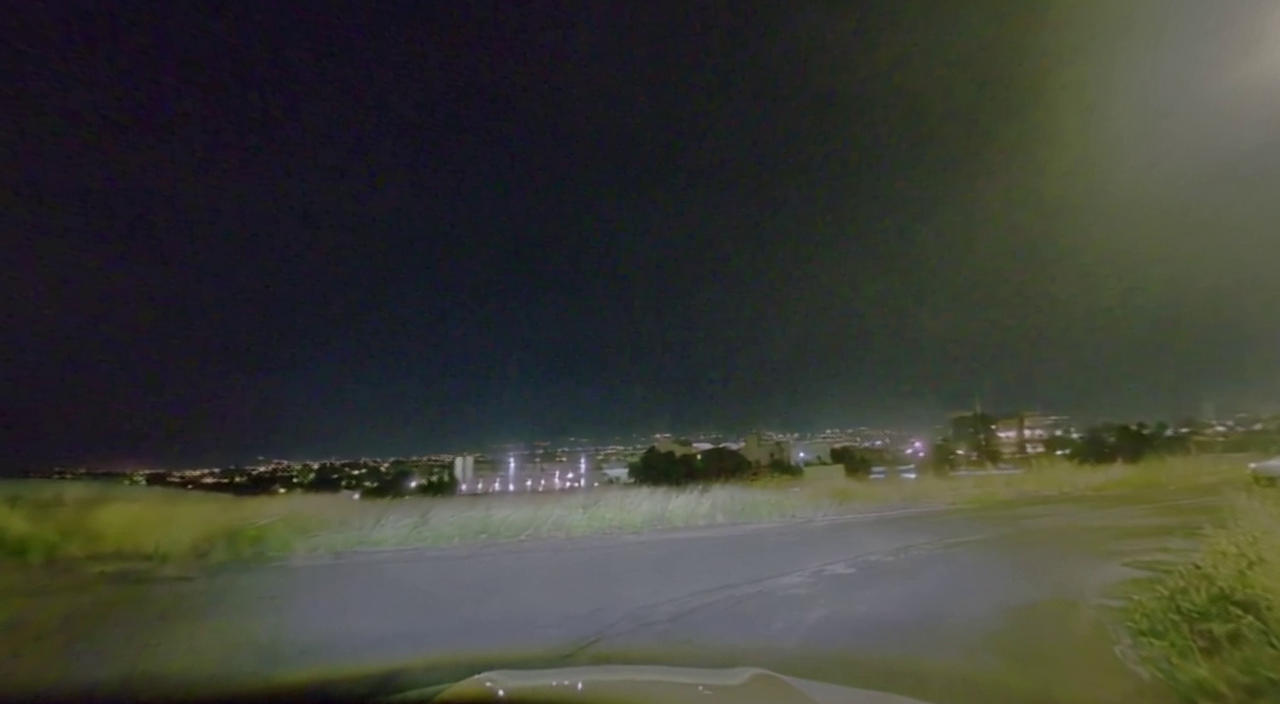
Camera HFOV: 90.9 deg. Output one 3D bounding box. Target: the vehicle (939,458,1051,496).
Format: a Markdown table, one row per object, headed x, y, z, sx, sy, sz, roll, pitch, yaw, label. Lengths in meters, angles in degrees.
| x | y | z | sx | sy | sz | roll | pitch | yaw | label |
| --- | --- | --- | --- | --- | --- | --- | --- | --- | --- |
| 15.537 | 5.499 | 27.823 | 1.825 | 1.512 | 3.943 | 5 | -11 | -22 | vehicle |

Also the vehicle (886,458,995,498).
| x | y | z | sx | sy | sz | roll | pitch | yaw | label |
| --- | --- | --- | --- | --- | --- | --- | --- | --- | --- |
| 12.299 | 5.246 | 26.063 | 1.833 | 1.490 | 3.705 | 6 | -13 | -22 | vehicle |

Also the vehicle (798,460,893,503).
| x | y | z | sx | sy | sz | roll | pitch | yaw | label |
| --- | --- | --- | --- | --- | --- | --- | --- | --- | --- |
| 8.454 | 5.470 | 26.341 | 1.944 | 1.608 | 3.715 | 4 | -14 | -16 | vehicle |
